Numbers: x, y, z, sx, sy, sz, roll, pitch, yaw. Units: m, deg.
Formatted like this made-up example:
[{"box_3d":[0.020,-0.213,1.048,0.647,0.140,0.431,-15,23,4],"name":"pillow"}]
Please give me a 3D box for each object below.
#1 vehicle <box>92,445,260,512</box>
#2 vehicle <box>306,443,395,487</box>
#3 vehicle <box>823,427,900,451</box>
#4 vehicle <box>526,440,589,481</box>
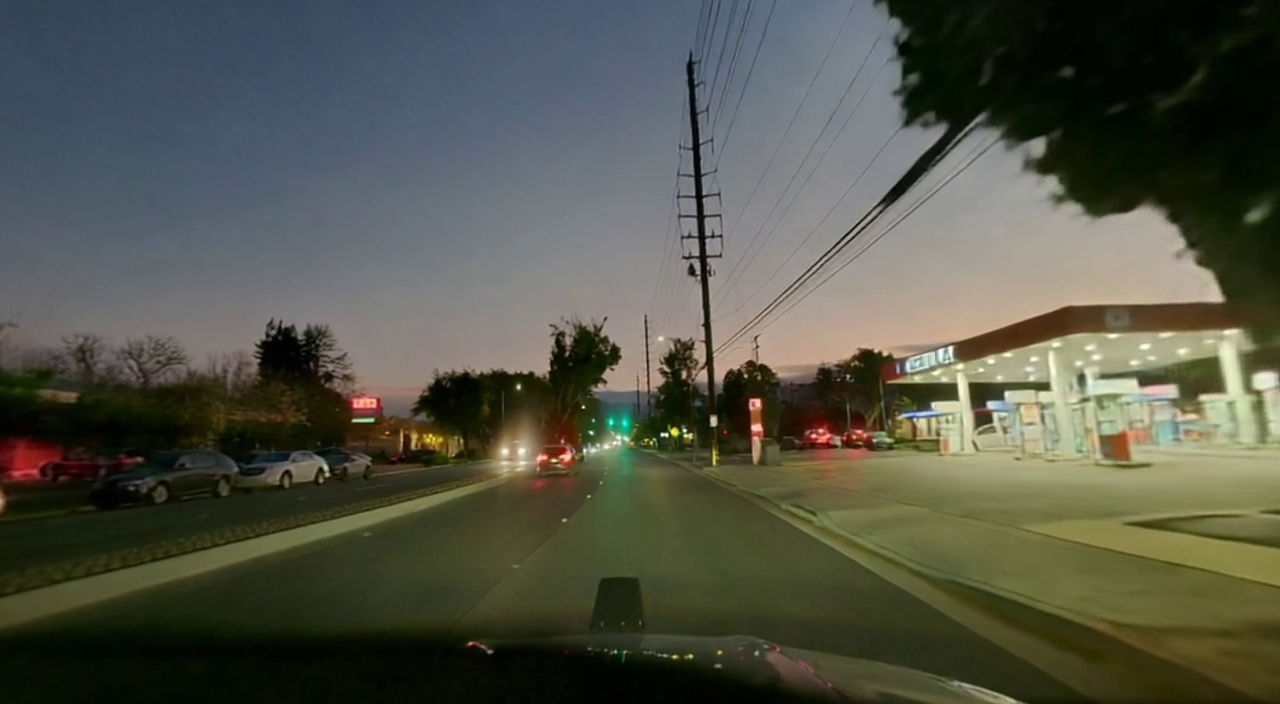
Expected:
[{"box_3d":[-16.155,4.363,22.396,2.336,2.092,4.625,0,-9,1],"name":"vehicle"},{"box_3d":[-15.323,5.985,33.750,2.353,2.144,4.847,0,-9,1],"name":"vehicle"},{"box_3d":[16.419,6.487,46.903,4.943,1.646,2.072,0,-9,-2],"name":"vehicle"},{"box_3d":[-3.248,4.351,25.542,2.073,1.525,3.968,0,-9,-1],"name":"vehicle"}]
